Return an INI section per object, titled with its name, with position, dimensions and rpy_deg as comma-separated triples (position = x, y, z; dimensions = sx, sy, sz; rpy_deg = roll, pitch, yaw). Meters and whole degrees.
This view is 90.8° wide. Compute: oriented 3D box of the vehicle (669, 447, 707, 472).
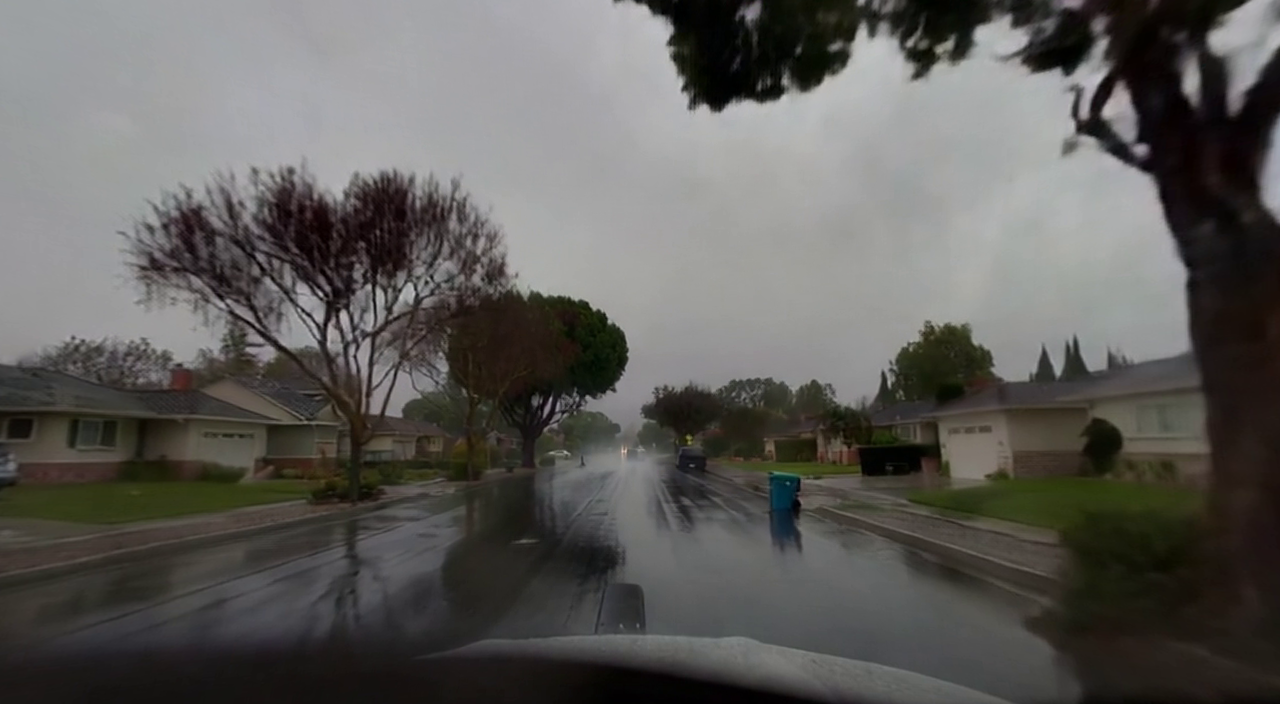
[vehicle]
position = 3.291, 7.457, 44.083
dimensions = 2.136, 1.596, 4.790
rpy_deg = 0, -9, -2
